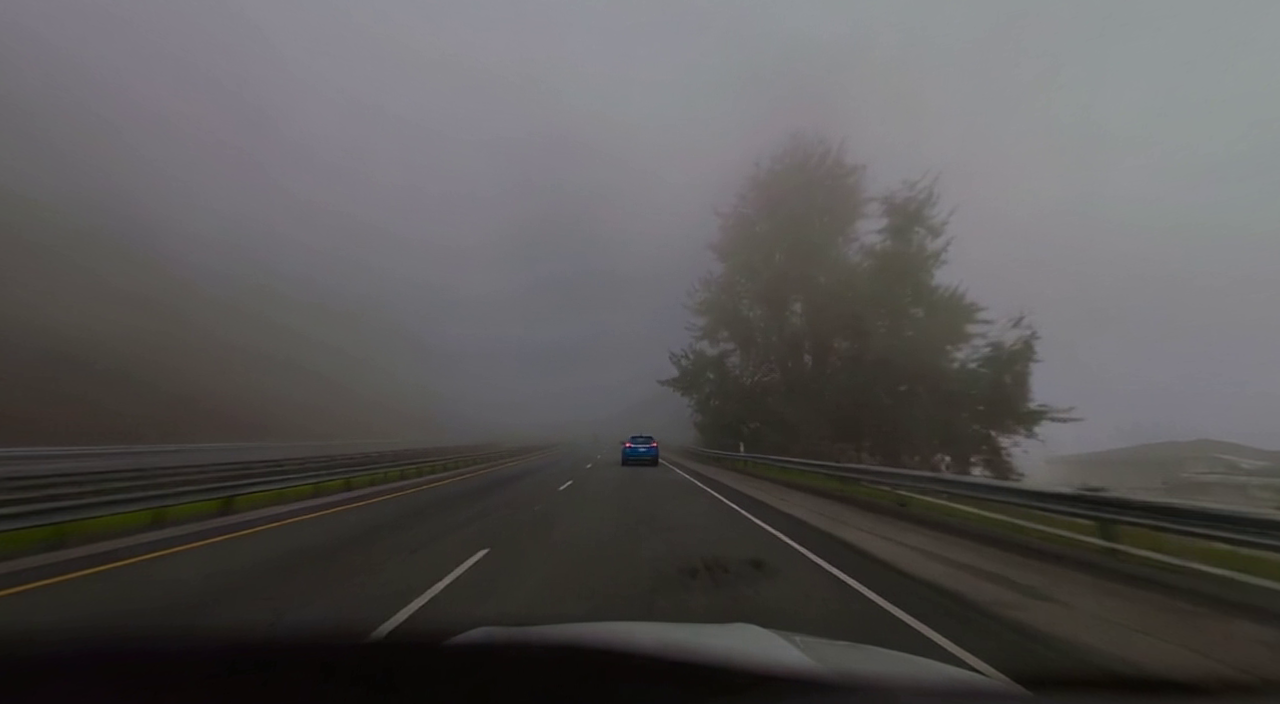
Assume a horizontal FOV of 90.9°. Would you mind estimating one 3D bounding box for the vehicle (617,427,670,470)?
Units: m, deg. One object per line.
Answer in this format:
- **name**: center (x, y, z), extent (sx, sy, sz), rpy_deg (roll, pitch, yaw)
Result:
- **vehicle**: center (0.067, 3.982, 26.210), extent (2.020, 1.633, 3.942), rpy_deg (0, -8, -2)
